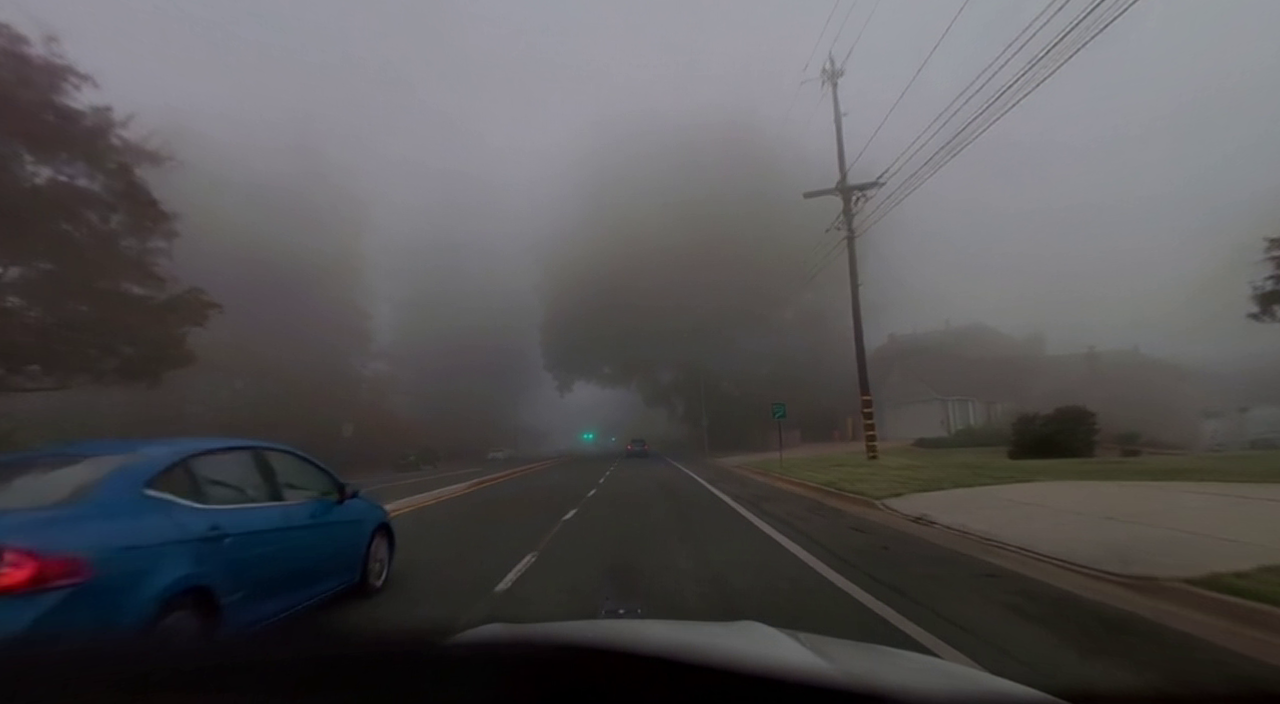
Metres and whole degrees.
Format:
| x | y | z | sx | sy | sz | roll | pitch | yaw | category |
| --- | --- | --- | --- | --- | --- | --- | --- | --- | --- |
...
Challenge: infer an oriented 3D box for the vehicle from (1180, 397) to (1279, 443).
| x | y | z | sx | sy | sz | roll | pitch | yaw | category |
| --- | --- | --- | --- | --- | --- | --- | --- | --- | --- |
| 29.075 | 3.358 | 30.608 | 2.019 | 1.960 | 4.772 | -1 | -9 | 8 | vehicle |

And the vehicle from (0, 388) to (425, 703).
| x | y | z | sx | sy | sz | roll | pitch | yaw | category |
| --- | --- | --- | --- | --- | --- | --- | --- | --- | --- |
| -3.151 | 1.165 | 4.026 | 2.113 | 1.493 | 4.222 | 0 | -8 | -1 | vehicle |
